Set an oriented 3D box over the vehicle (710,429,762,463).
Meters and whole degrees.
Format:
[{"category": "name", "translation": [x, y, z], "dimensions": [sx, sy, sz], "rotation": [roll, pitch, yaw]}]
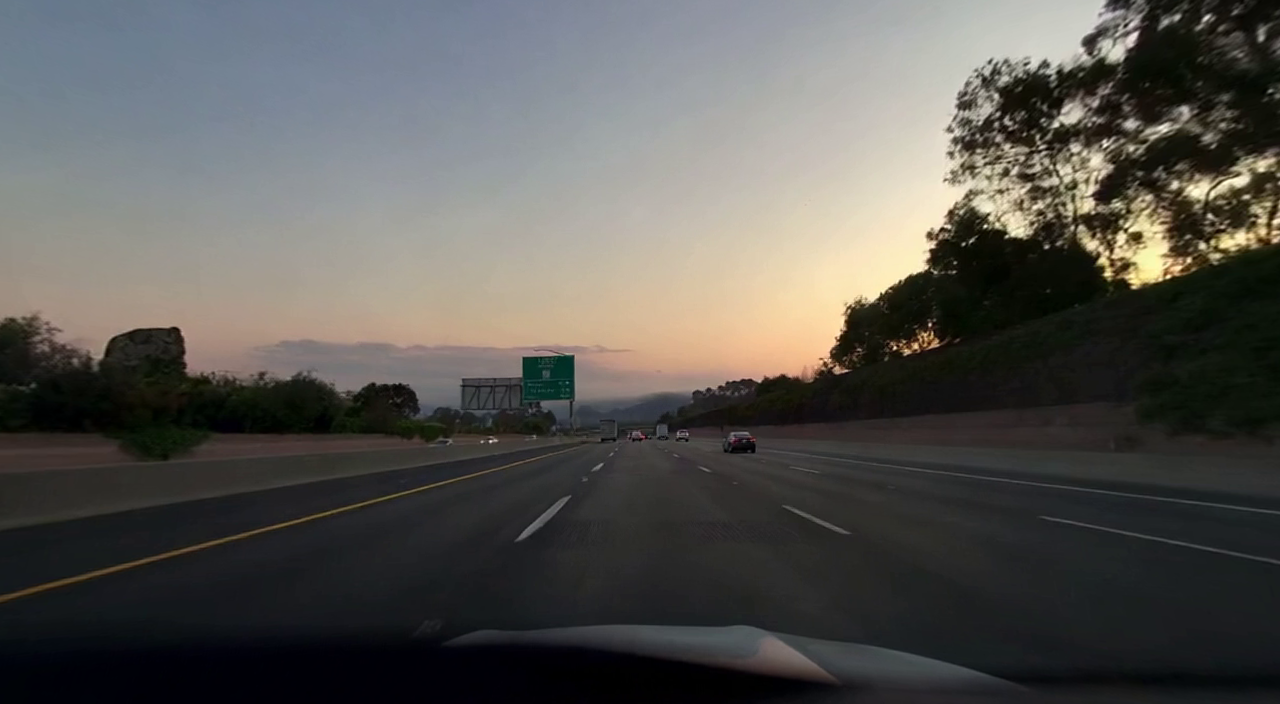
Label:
[{"category": "vehicle", "translation": [4.613, 4.560, 30.710], "dimensions": [1.802, 1.492, 3.804], "rotation": [0, -8, -2]}]
